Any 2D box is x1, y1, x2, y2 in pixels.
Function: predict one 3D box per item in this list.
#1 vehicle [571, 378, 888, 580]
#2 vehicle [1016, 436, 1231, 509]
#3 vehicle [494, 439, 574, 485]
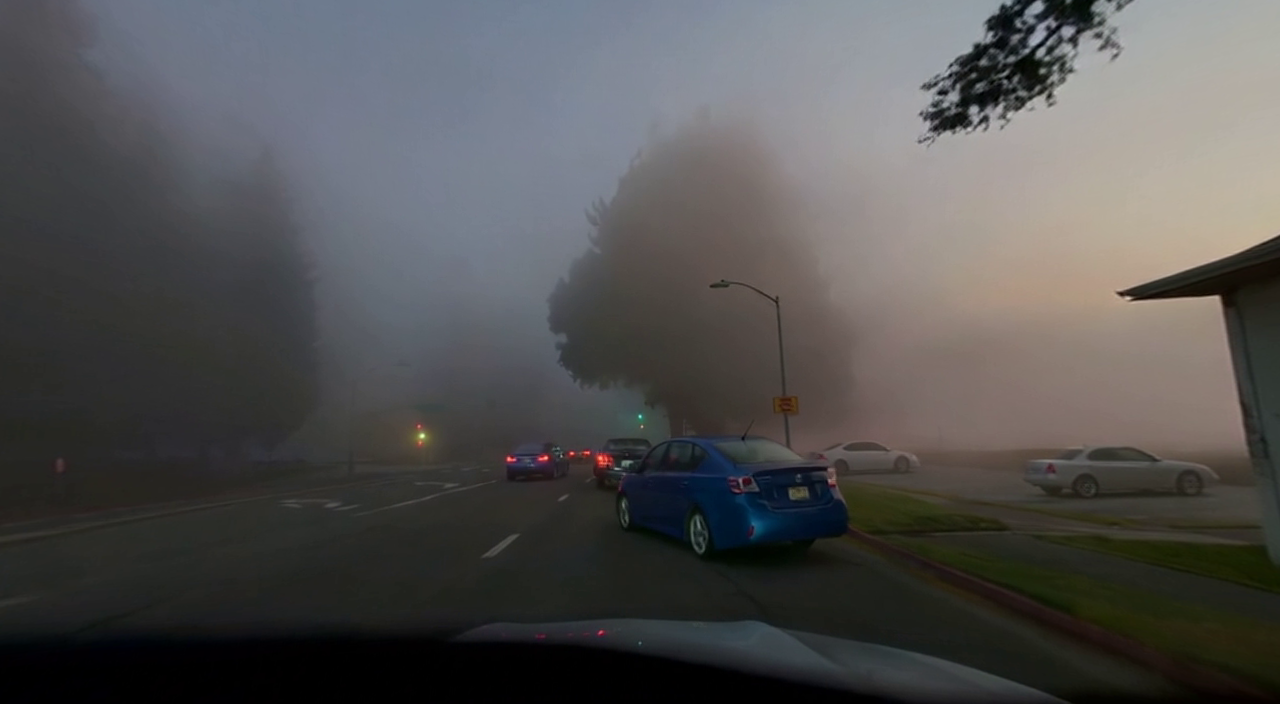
[{"bbox_3d":[0.805,1.605,8.703,2.052,1.955,4.642,4,-9,-25],"label":"vehicle"},{"bbox_3d":[12.231,3.052,16.093,3.871,1.525,1.835,-3,-9,0],"label":"vehicle"},{"bbox_3d":[-3.694,3.929,22.773,2.026,1.466,4.282,0,-8,2],"label":"vehicle"}]
